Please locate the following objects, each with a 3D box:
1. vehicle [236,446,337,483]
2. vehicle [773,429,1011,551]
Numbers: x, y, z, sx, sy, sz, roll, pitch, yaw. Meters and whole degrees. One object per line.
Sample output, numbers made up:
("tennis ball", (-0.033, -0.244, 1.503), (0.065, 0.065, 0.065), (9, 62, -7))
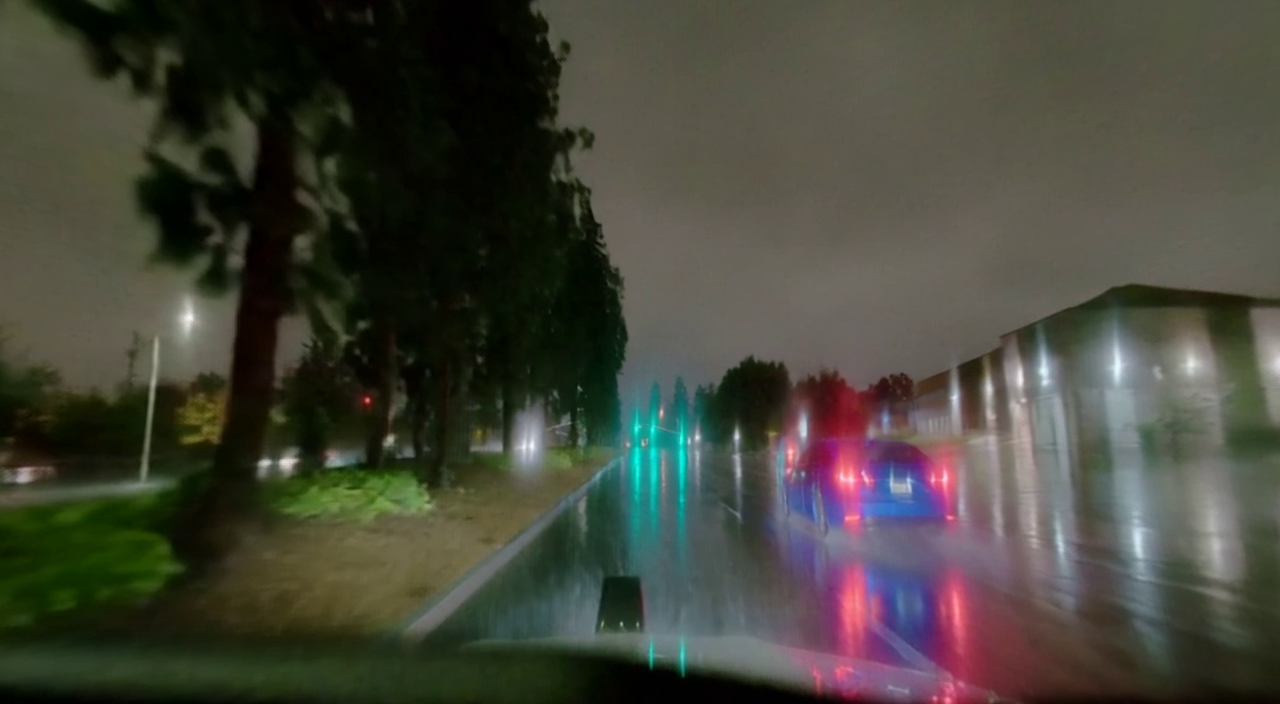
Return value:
("vehicle", (-16.055, 5.112, 29.049), (1.993, 1.511, 4.798), (0, -8, -1))
("vehicle", (3.578, 2.019, 9.997), (1.950, 1.473, 4.259), (0, -8, -1))
